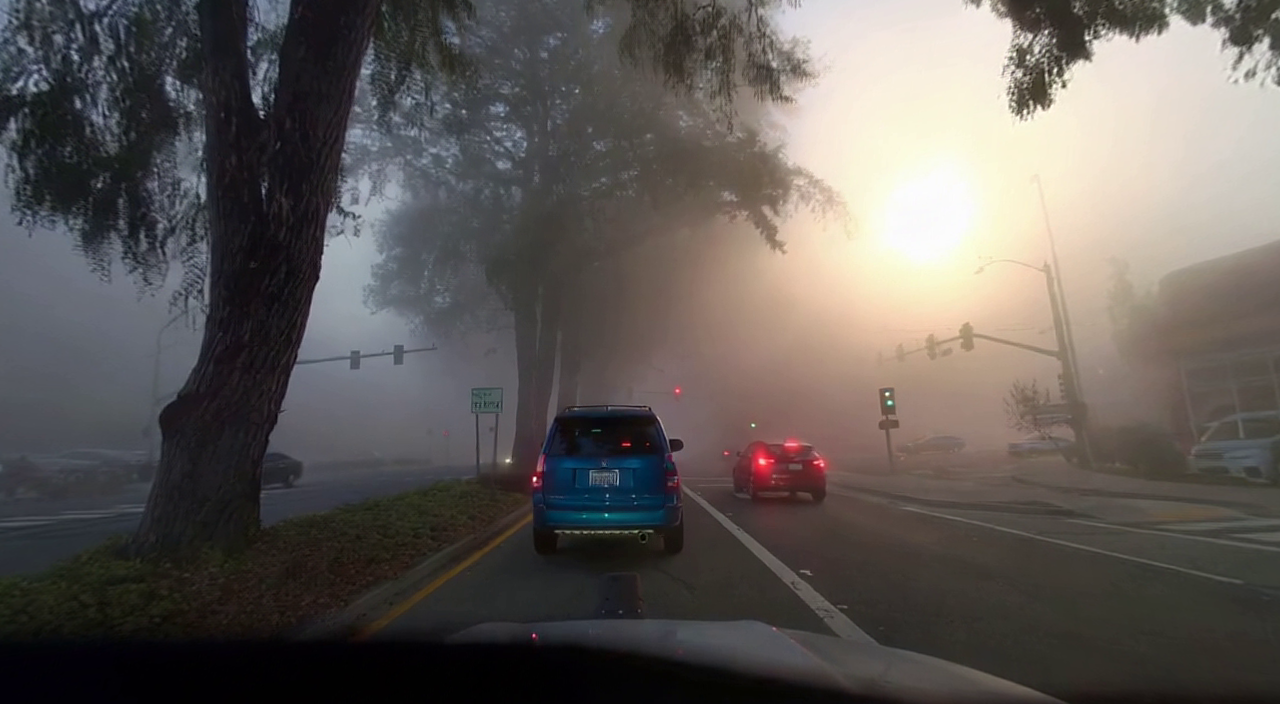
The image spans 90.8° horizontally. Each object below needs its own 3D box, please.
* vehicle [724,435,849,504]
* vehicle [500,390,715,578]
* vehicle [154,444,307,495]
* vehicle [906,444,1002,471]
[{"bbox_3d":[3.655,3.026,16.761,2.098,1.555,4.778,0,-9,-1],"label":"vehicle"},{"bbox_3d":[-0.297,1.646,8.630,2.096,1.837,4.687,0,-9,1],"label":"vehicle"},{"bbox_3d":[-12.975,3.719,20.448,1.983,1.460,4.456,0,-9,0],"label":"vehicle"},{"bbox_3d":[17.205,5.782,34.772,4.290,1.427,1.751,0,-9,2],"label":"vehicle"}]
